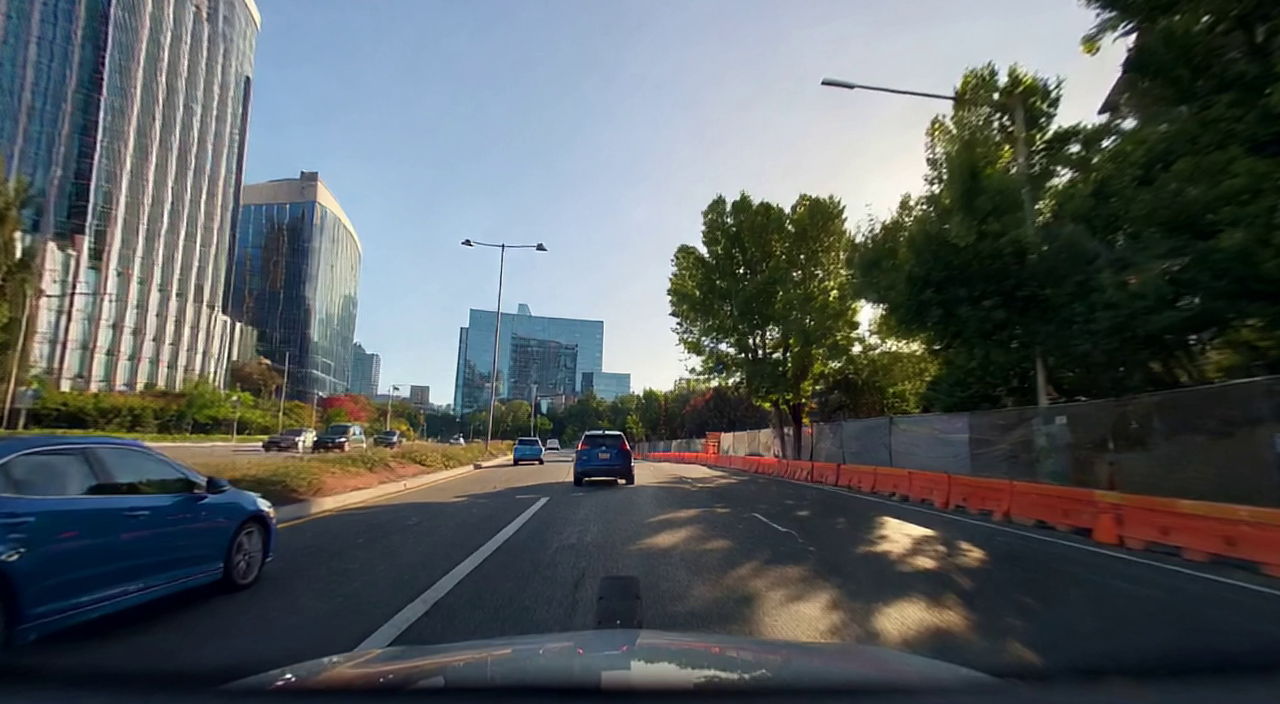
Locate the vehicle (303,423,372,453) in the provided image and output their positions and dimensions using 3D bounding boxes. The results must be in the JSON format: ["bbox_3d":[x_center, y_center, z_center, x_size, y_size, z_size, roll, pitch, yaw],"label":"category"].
[{"bbox_3d":[-16.554,4.739,34.740,1.921,1.526,4.318,1,-8,-4],"label":"vehicle"}]

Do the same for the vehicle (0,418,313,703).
[{"bbox_3d":[-3.958,1.134,3.817,1.848,1.406,4.013,0,-8,-1],"label":"vehicle"}]

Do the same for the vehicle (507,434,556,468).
[{"bbox_3d":[-5.111,4.679,30.126,1.888,1.486,4.310,1,-8,-5],"label":"vehicle"}]

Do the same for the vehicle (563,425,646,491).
[{"bbox_3d":[-0.907,2.690,16.376,1.913,1.499,3.581,0,-8,-3],"label":"vehicle"}]
